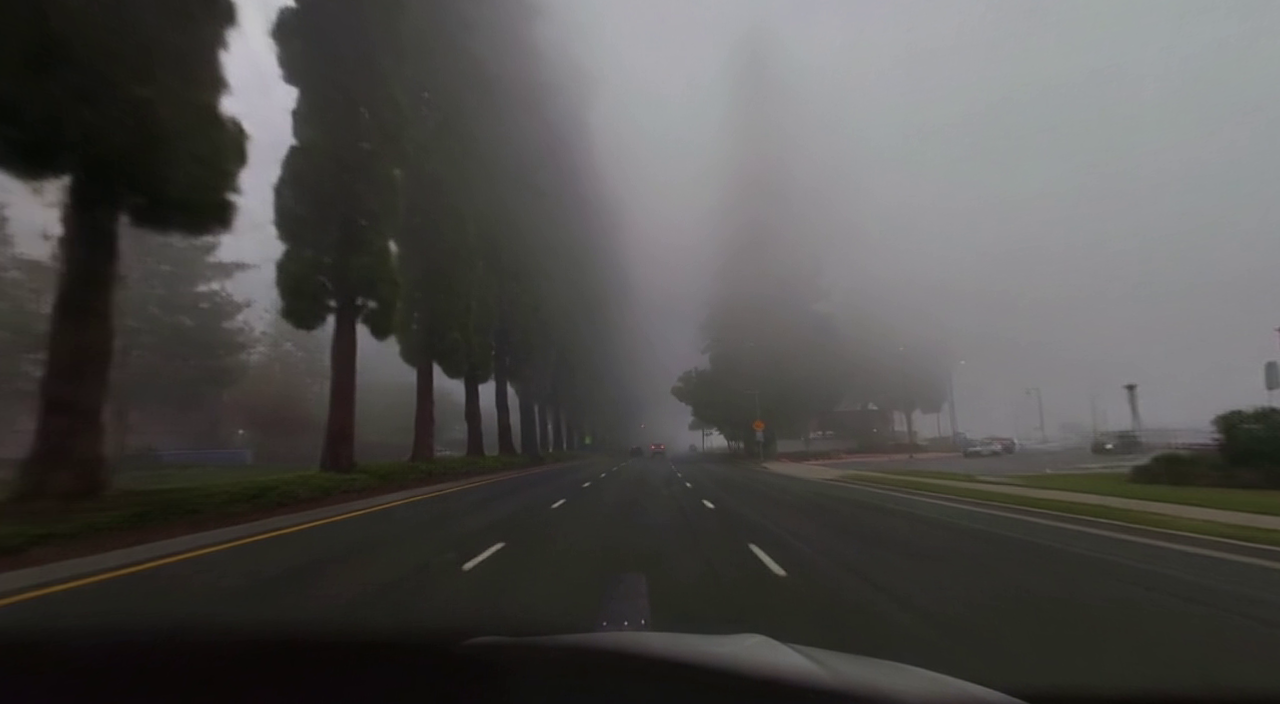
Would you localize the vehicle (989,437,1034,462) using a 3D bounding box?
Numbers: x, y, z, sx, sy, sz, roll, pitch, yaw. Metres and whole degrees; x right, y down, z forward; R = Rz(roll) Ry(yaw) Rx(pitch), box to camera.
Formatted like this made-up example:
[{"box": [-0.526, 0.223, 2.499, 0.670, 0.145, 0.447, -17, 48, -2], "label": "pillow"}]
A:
[{"box": [26.025, 6.802, 44.314, 1.823, 1.466, 4.676, -7, -8, 20], "label": "vehicle"}]

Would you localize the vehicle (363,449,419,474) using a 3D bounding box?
[{"box": [-16.441, 7.224, 41.922, 1.928, 1.531, 4.329, 0, -8, 0], "label": "vehicle"}]

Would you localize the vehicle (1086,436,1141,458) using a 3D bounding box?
[{"box": [32.670, 6.570, 43.636, 1.868, 1.434, 4.425, -3, -9, 21], "label": "vehicle"}]
